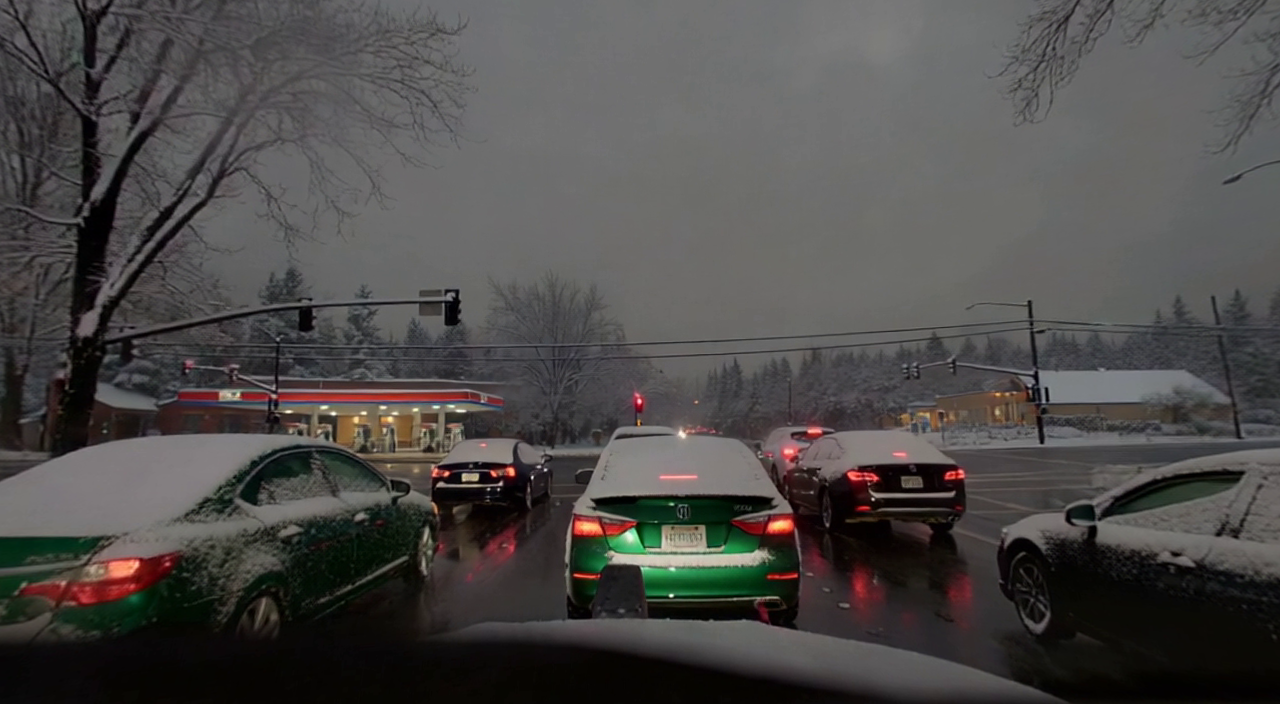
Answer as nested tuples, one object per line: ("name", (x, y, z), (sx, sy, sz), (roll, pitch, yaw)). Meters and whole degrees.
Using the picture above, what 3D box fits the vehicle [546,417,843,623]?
("vehicle", (0.350, 1.582, 6.941), (2.220, 1.507, 4.317), (0, -9, -2))

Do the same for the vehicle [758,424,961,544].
("vehicle", (3.406, 2.127, 10.764), (1.947, 1.630, 4.127), (0, -9, 0))

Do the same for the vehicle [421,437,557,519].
("vehicle", (-3.039, 2.638, 13.691), (1.867, 1.474, 4.237), (0, -9, 1))

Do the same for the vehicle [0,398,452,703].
("vehicle", (-3.000, 1.253, 4.613), (1.887, 1.493, 4.255), (0, -9, 1))

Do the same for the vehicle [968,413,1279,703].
("vehicle", (4.186, 1.125, 3.587), (1.950, 1.497, 4.686), (0, -9, -2))
